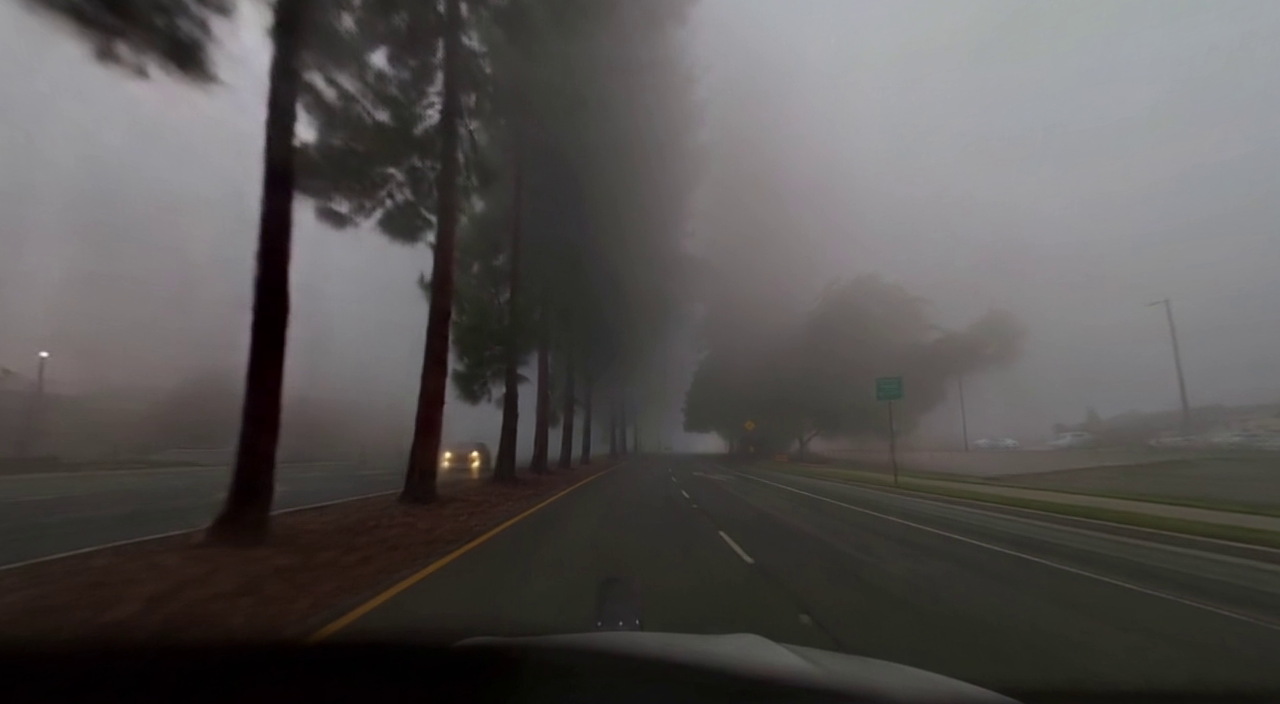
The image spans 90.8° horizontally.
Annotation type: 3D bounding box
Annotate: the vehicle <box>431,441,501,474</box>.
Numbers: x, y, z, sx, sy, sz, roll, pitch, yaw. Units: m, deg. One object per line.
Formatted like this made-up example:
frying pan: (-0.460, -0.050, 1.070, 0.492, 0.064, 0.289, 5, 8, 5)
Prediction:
vehicle: (-9.341, 5.687, 34.297, 2.181, 1.635, 4.542, -1, -8, 4)
